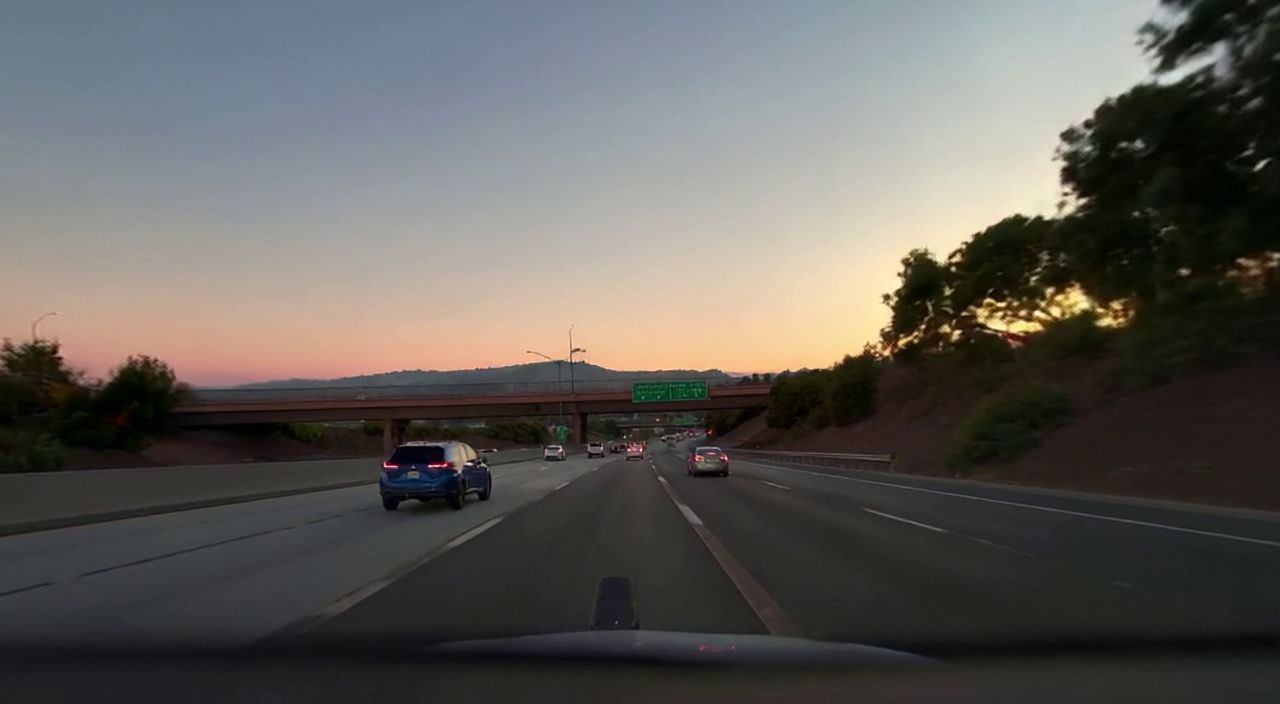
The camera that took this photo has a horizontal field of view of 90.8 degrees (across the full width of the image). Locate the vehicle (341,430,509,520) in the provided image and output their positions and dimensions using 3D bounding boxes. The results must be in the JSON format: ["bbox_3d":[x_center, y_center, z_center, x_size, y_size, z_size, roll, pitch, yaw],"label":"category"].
[{"bbox_3d":[-4.393,2.569,13.721,2.193,1.641,4.077,0,-8,0],"label":"vehicle"}]

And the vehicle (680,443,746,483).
[{"bbox_3d":[2.832,4.408,25.511,2.083,1.453,4.307,0,-8,-1],"label":"vehicle"}]
